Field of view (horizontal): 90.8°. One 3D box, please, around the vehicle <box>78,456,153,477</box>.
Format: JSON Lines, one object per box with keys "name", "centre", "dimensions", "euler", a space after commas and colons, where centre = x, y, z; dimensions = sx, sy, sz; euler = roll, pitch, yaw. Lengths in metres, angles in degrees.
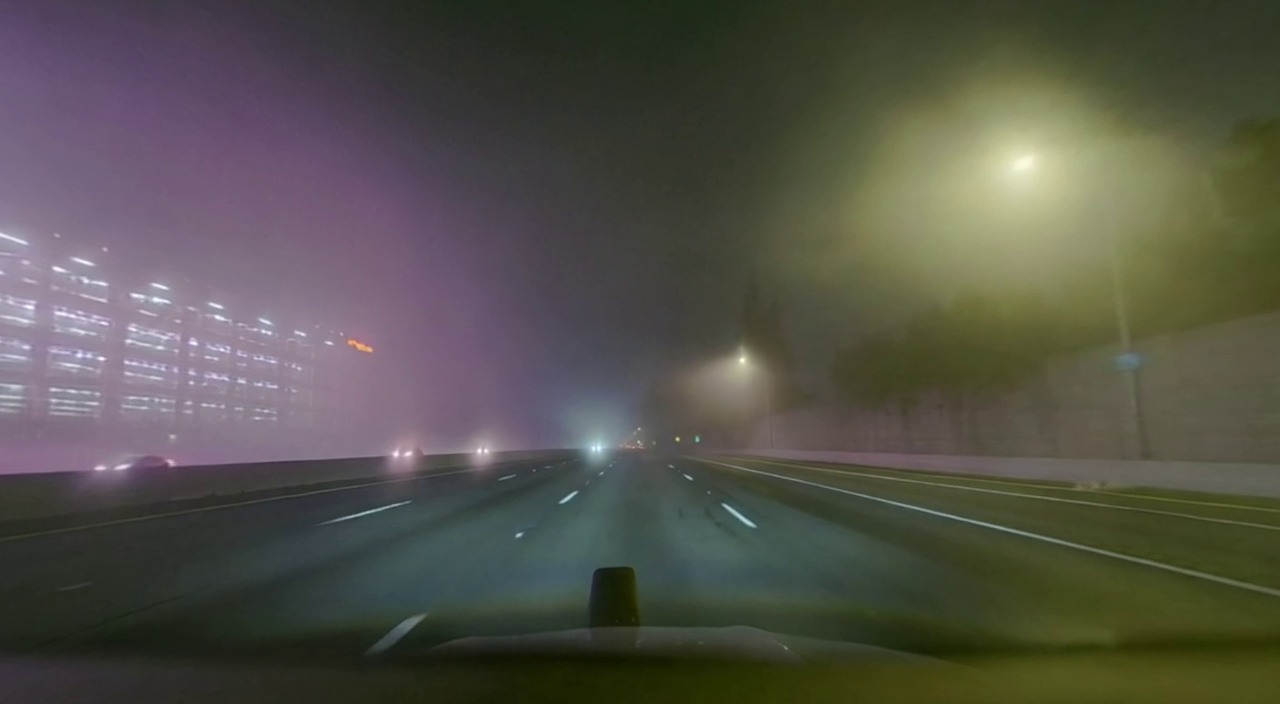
{"name": "vehicle", "centre": [-40.235, 8.794, 48.571], "dimensions": [1.789, 1.457, 4.444], "euler": [-1, -9, 2]}
